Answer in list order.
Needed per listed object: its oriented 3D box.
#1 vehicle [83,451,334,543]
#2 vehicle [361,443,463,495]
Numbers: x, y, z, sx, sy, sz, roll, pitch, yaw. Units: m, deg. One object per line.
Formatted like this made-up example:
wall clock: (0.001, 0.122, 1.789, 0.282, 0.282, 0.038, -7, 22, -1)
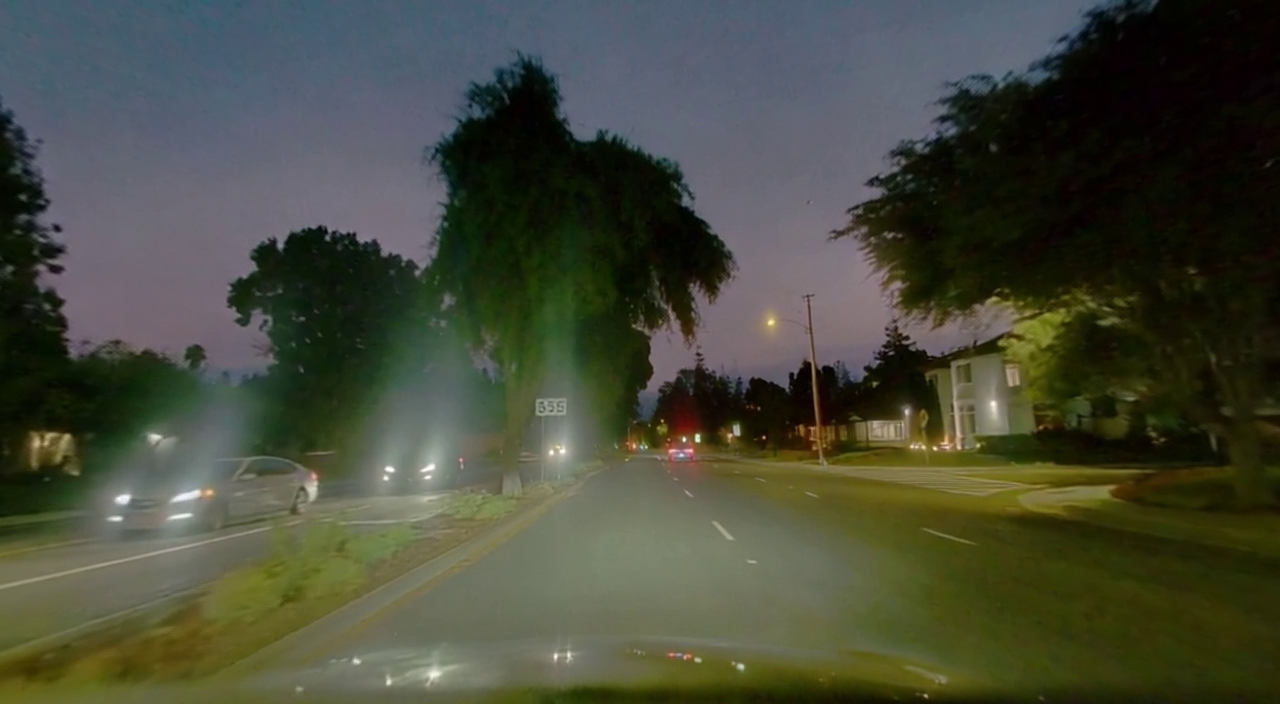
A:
vehicle: (-8.375, 2.800, 12.927, 1.939, 1.469, 4.465, 0, -8, 1)
vehicle: (-8.390, 4.305, 23.739, 2.054, 1.746, 4.507, 0, -8, 1)
